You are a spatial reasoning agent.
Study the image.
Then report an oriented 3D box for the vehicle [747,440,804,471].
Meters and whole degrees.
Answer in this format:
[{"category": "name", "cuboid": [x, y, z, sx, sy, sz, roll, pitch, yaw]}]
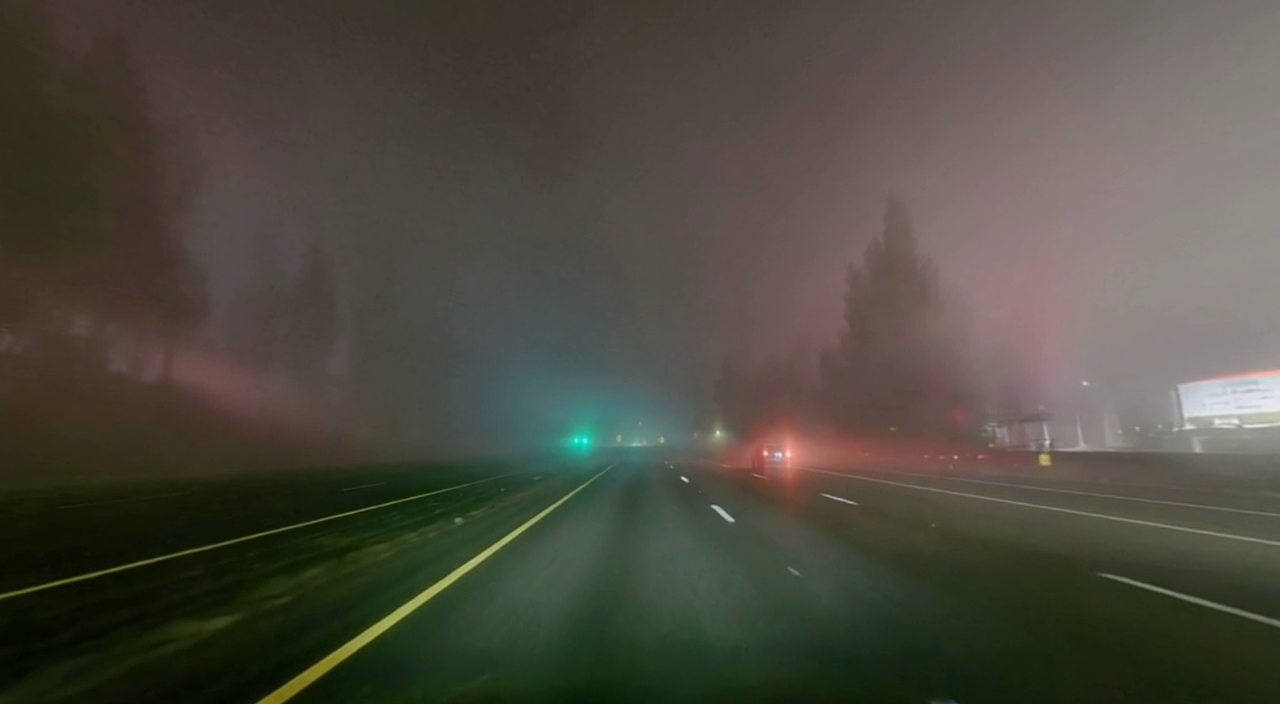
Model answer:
[{"category": "vehicle", "cuboid": [7.065, 5.420, 33.246, 2.025, 1.484, 4.208, 0, -8, -1]}]
